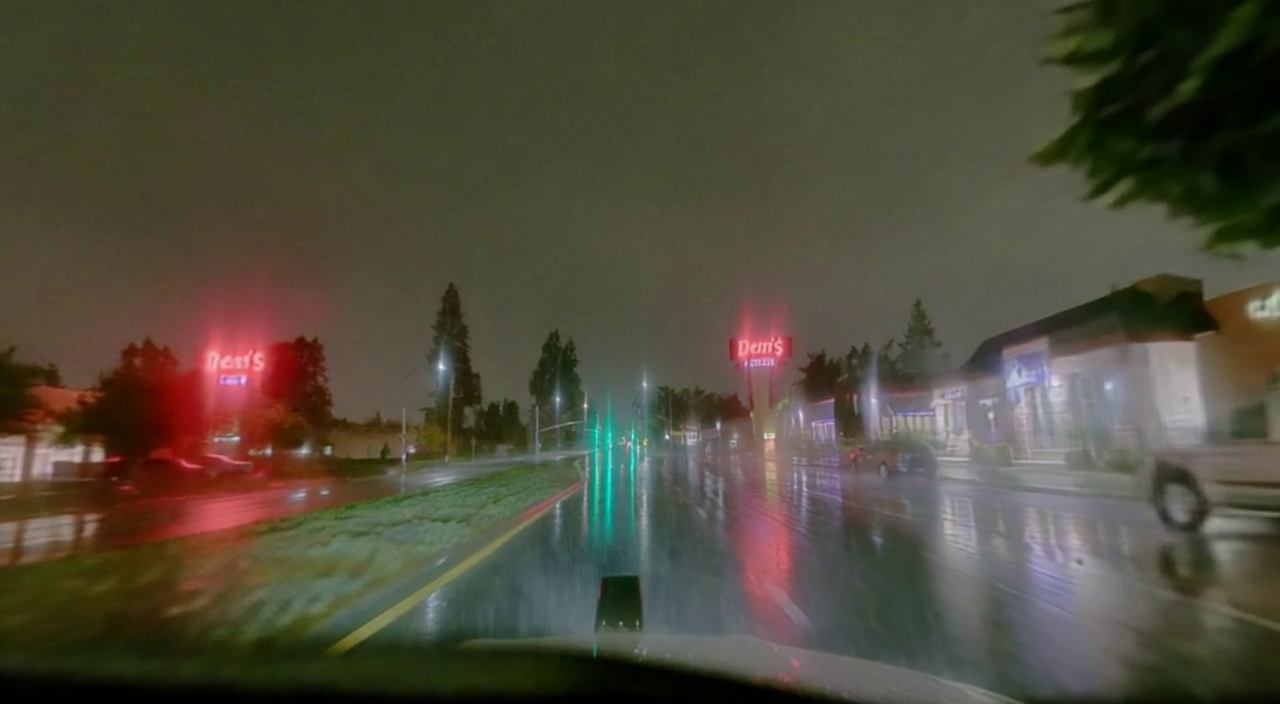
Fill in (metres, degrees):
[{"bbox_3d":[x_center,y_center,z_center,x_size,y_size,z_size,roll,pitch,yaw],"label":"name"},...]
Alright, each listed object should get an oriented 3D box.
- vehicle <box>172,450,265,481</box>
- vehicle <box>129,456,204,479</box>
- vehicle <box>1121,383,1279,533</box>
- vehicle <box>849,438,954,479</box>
[{"bbox_3d":[-30.601,8.204,46.171,2.326,1.944,6.466,1,-8,0],"label":"vehicle"},{"bbox_3d":[-33.538,8.203,44.935,2.048,1.422,4.179,0,-8,1],"label":"vehicle"},{"bbox_3d":[10.275,1.430,8.545,2.610,2.072,5.985,0,-8,-3],"label":"vehicle"},{"bbox_3d":[10.164,4.160,25.015,2.034,1.437,4.728,0,-8,-2],"label":"vehicle"}]
